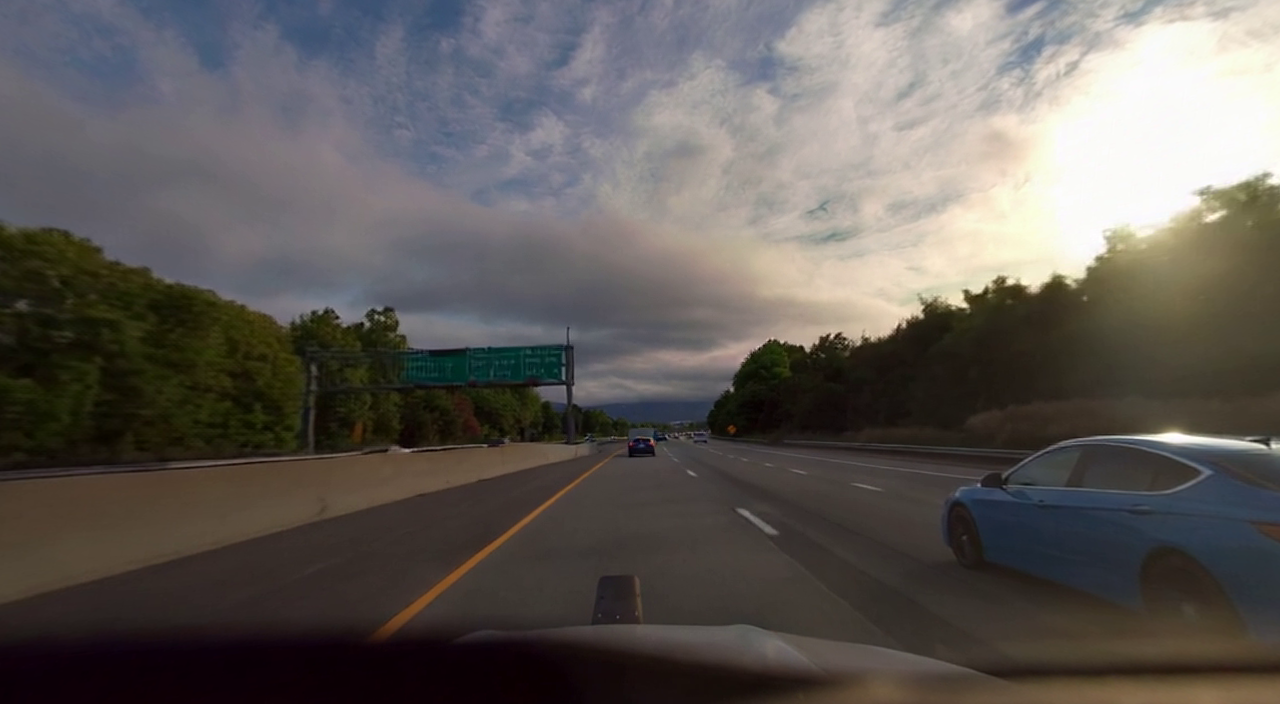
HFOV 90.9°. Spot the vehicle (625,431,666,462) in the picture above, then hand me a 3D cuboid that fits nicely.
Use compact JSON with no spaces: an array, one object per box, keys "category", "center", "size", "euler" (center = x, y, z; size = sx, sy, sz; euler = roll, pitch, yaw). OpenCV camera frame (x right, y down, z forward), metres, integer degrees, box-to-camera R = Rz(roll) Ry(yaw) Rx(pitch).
[{"category":"vehicle","center":[0.238,5.042,33.744],"size":[2.046,1.526,3.903],"euler":[0,-8,-1]}]

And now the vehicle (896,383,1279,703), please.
[{"category":"vehicle","center":[3.745,1.093,4.321],"size":[1.981,1.467,4.459],"euler":[0,-8,-2]}]
